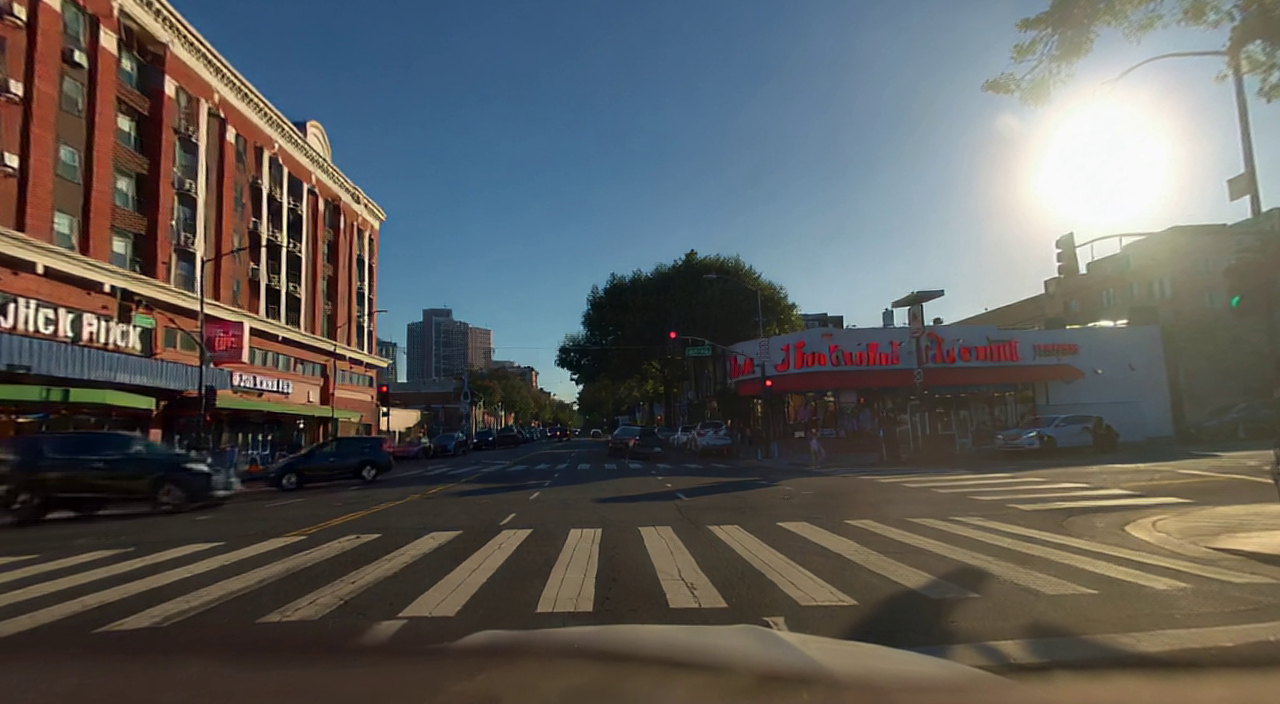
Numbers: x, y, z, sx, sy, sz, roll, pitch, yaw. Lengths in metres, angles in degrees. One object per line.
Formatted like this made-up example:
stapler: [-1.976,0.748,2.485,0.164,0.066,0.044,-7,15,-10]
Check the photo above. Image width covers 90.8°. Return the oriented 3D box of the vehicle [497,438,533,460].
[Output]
vehicle: [-8.585,6.694,43.670,1.906,1.402,4.904,0,-8,-5]

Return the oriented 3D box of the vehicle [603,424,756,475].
vehicle: [1.199,3.111,20.302,4.612,1.521,1.811,1,-9,-9]

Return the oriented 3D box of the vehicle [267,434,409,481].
vehicle: [-11.534,4.038,24.427,4.513,1.682,1.810,1,-9,-8]

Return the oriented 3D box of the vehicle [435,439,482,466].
vehicle: [-10.936,6.079,38.301,1.885,1.545,4.124,0,-8,-5]

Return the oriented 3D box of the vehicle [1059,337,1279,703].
vehicle: [3.030,0.607,0.869,1.866,1.654,4.354,0,-8,0]

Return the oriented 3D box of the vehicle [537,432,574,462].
vehicle: [-5.086,5.801,38.628,1.976,1.683,4.117,0,-8,-4]

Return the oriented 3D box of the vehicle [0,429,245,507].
vehicle: [-12.467,2.746,15.279,4.446,1.714,1.830,1,-8,-7]
